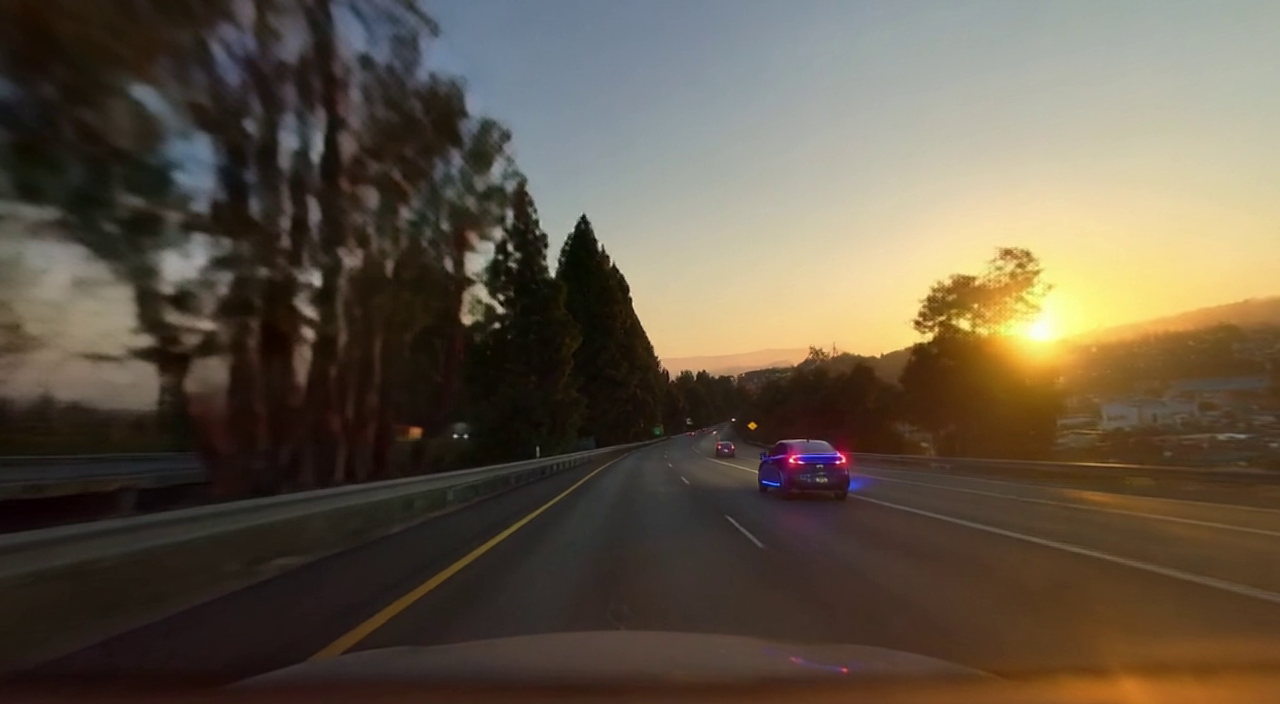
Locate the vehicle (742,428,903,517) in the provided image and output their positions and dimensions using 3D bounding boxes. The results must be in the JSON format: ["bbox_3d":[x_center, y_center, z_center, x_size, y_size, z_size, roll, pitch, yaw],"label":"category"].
[{"bbox_3d":[3.578,2.450,13.356,2.050,1.546,4.344,0,-8,-1],"label":"vehicle"}]
